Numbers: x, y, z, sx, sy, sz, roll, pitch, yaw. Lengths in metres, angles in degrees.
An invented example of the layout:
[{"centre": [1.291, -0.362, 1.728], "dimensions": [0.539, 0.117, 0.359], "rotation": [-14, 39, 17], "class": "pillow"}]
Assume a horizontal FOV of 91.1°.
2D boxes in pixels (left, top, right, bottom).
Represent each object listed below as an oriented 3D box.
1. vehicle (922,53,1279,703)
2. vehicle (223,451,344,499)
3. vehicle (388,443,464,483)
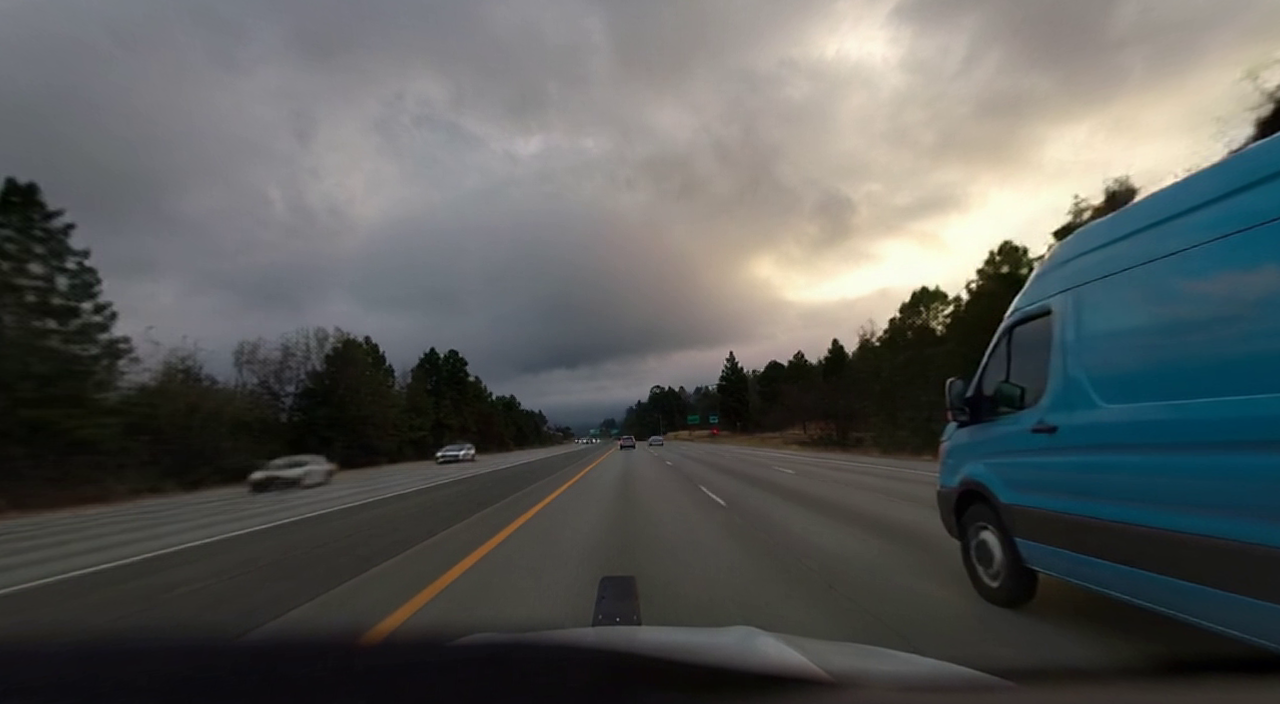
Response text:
[{"centre": [3.701, 0.040, 1.661], "dimensions": [2.416, 2.595, 7.243], "rotation": [0, -8, -1], "class": "vehicle"}, {"centre": [-13.476, 4.647, 24.140], "dimensions": [1.935, 1.512, 4.688], "rotation": [0, -8, -1], "class": "vehicle"}, {"centre": [-9.381, 4.863, 27.945], "dimensions": [1.870, 1.542, 4.363], "rotation": [0, -8, 0], "class": "vehicle"}]
